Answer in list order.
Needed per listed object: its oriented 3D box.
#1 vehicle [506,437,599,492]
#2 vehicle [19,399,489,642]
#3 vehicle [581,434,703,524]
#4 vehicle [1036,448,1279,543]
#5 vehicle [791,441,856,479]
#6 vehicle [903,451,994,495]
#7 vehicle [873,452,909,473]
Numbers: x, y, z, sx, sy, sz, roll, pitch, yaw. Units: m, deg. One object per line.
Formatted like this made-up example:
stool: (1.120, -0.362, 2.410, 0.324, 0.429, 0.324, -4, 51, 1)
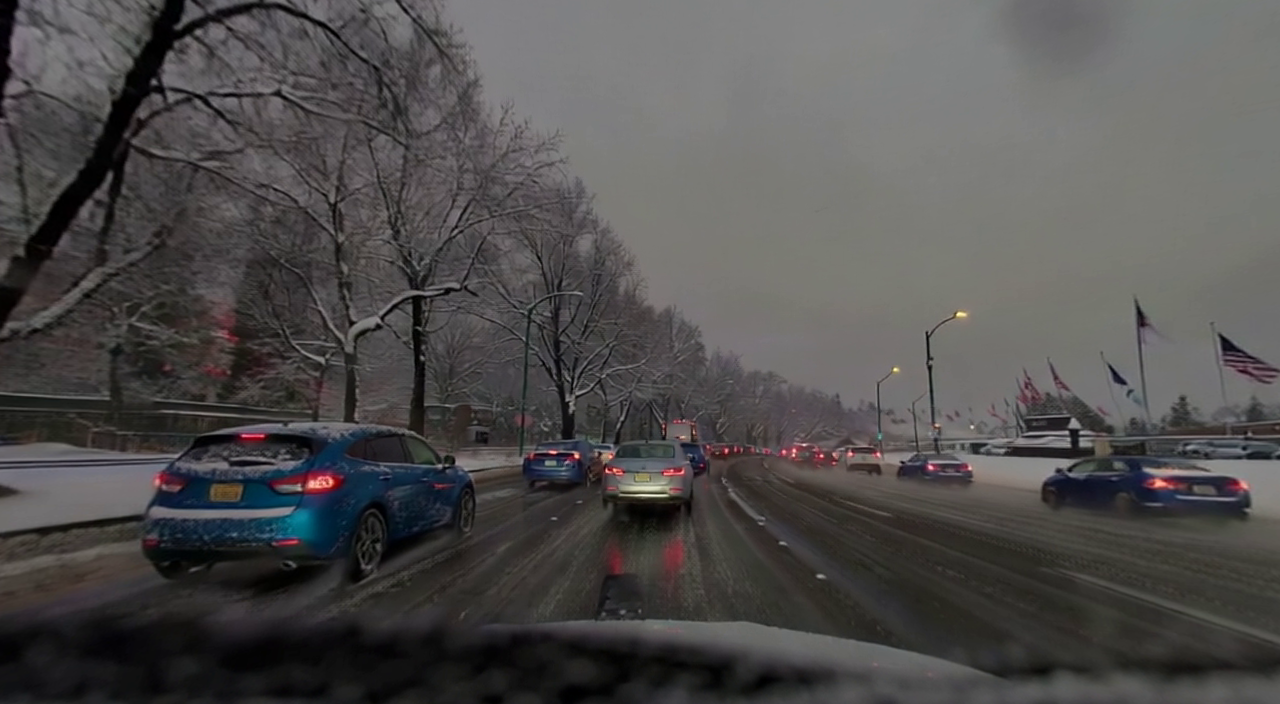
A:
vehicle: (-2.664, 3.591, 20.457, 1.974, 1.549, 4.603, 0, -9, 5)
vehicle: (-3.200, 1.470, 6.540, 1.988, 1.635, 4.260, 0, -9, 3)
vehicle: (0.193, 2.507, 13.012, 2.090, 1.506, 4.276, 0, -9, 4)
vehicle: (10.497, 2.795, 13.015, 1.934, 1.585, 4.397, 0, -9, 3)
vehicle: (8.035, 4.757, 28.026, 1.944, 1.544, 4.301, 0, -9, 5)
vehicle: (11.598, 4.541, 23.945, 1.749, 1.481, 3.808, 0, -9, 4)
vehicle: (19.531, 8.605, 49.190, 1.828, 1.479, 4.391, -1, -9, 12)
